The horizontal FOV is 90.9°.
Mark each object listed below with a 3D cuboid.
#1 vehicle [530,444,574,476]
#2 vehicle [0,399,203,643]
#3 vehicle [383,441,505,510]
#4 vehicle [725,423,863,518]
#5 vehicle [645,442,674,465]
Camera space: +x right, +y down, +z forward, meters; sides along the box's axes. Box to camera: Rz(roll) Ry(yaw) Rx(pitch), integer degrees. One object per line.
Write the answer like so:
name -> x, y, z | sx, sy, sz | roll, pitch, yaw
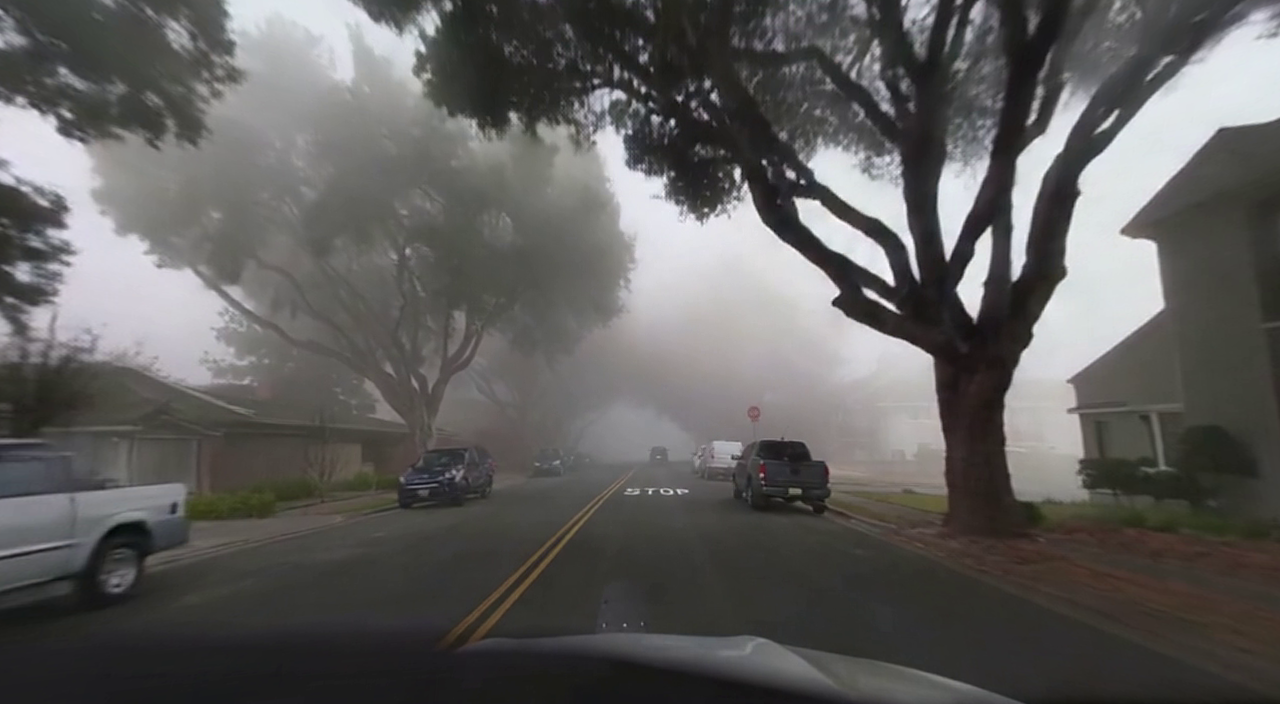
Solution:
vehicle -> -4.800, 5.931, 34.869 | 1.955, 1.659, 4.324 | 0, -8, -2
vehicle -> -5.778, 1.243, 4.329 | 2.165, 1.758, 4.701 | -3, -9, 1
vehicle -> -5.410, 3.433, 18.103 | 2.007, 1.709, 4.502 | 0, -8, 1
vehicle -> 3.312, 2.655, 14.701 | 2.117, 1.807, 4.964 | 0, -8, 2
vehicle -> 1.508, 8.012, 49.909 | 2.172, 1.722, 4.201 | 0, -8, 1
